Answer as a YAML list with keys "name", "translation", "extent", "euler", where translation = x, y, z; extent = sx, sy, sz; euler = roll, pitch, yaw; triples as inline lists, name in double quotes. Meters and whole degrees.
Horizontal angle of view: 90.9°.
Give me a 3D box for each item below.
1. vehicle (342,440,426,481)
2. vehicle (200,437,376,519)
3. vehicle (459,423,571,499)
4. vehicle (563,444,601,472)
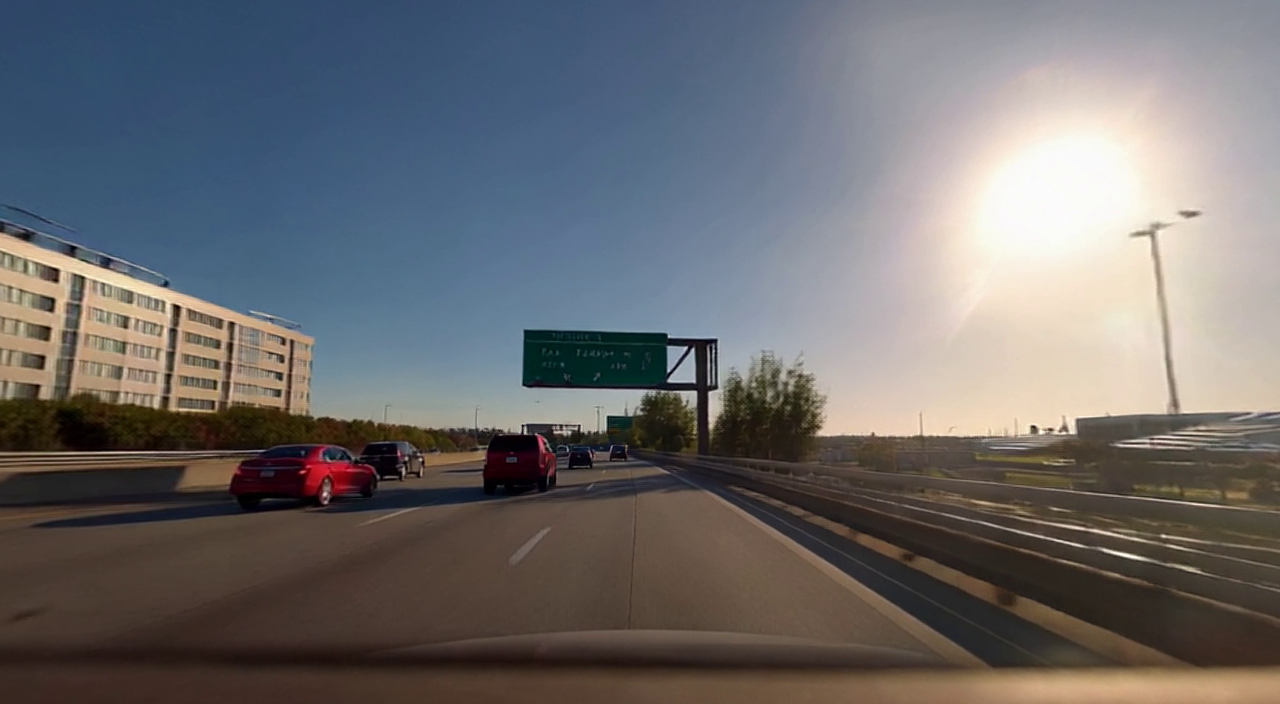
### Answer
- name: "vehicle"
  translation: [-11.315, 4.796, 28.214]
  extent: [1.919, 1.665, 4.394]
  euler: [0, -8, -1]
- name: "vehicle"
  translation: [-7.348, 2.621, 13.609]
  extent: [1.796, 1.509, 3.393]
  euler: [0, -8, 0]
- name: "vehicle"
  translation: [-3.595, 3.255, 19.338]
  extent: [2.301, 1.985, 5.247]
  euler: [0, -8, 1]
- name: "vehicle"
  translation: [-3.494, 6.426, 38.456]
  extent: [1.955, 1.614, 3.817]
  euler: [0, -8, 0]
